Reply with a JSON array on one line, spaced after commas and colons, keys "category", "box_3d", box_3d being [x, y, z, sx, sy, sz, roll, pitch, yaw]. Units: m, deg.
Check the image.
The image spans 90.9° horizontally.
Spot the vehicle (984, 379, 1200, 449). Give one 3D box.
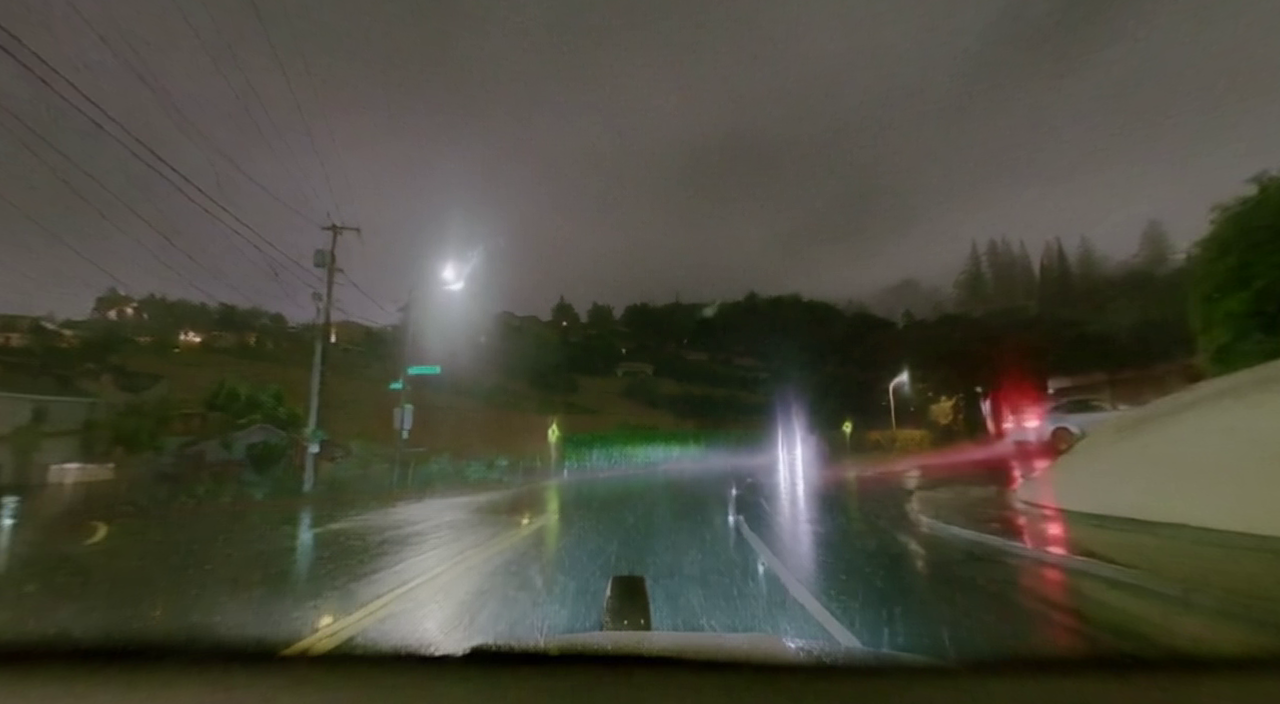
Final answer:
[{"category": "vehicle", "box_3d": [13.529, 1.924, 19.121, 4.810, 1.732, 2.176, -3, -9, -3]}]
